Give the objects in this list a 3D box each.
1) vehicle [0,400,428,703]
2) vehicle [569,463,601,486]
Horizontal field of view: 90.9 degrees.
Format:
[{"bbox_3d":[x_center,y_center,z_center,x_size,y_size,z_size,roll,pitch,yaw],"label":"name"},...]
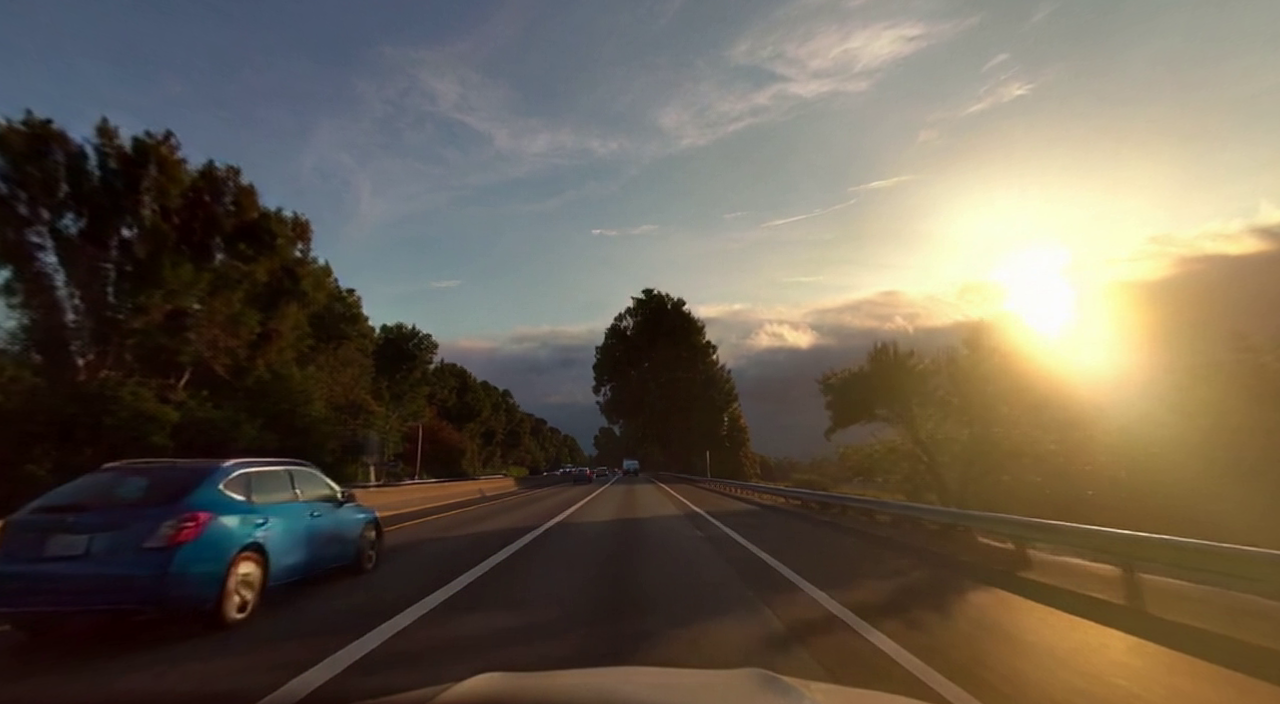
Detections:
[{"bbox_3d":[-3.784,1.507,5.609,2.123,1.666,4.709,1,-10,0],"label":"vehicle"},{"bbox_3d":[-4.090,9.216,47.523,2.068,1.592,4.479,1,-10,0],"label":"vehicle"}]
